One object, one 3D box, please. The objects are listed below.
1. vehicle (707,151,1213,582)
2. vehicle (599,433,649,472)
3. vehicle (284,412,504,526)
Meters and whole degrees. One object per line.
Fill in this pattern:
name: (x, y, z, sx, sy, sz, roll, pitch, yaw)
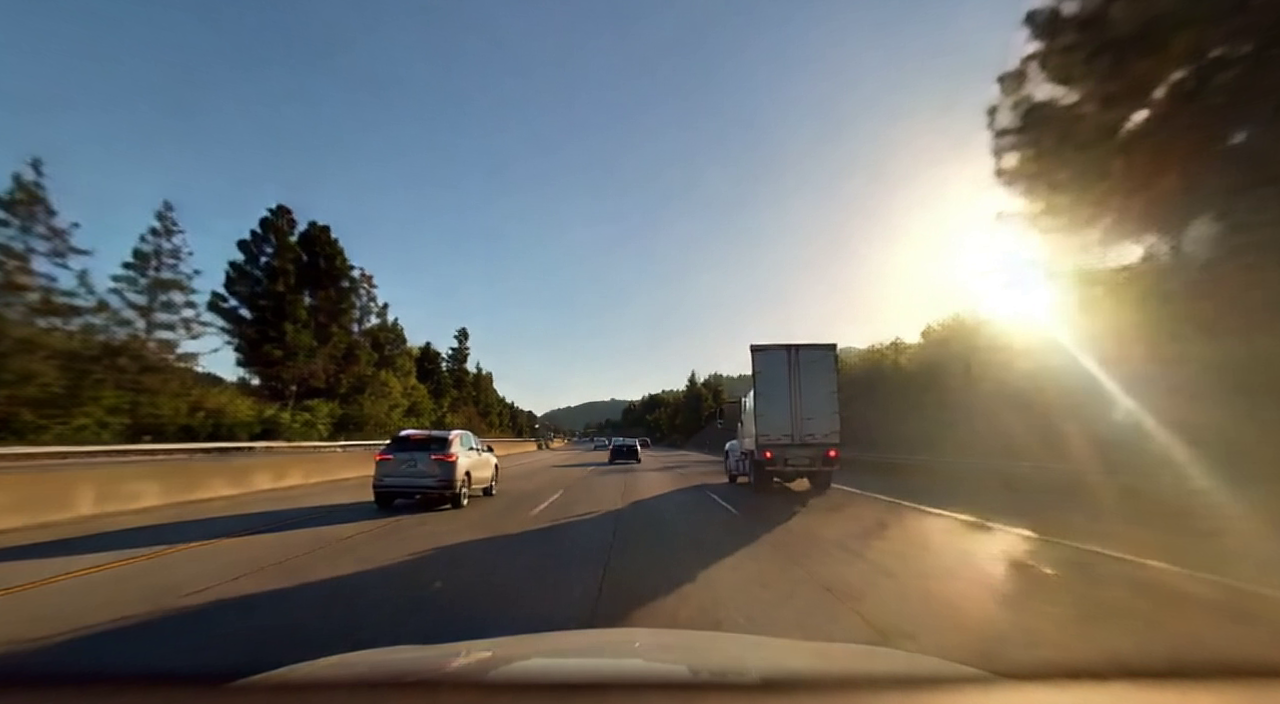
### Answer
vehicle: (3.716, 1.048, 13.232, 2.946, 4.111, 14.652, 0, -8, 0)
vehicle: (-0.661, 4.422, 27.884, 2.048, 1.563, 4.087, 0, -8, 0)
vehicle: (-4.220, 2.090, 11.850, 2.264, 1.699, 4.648, 0, -8, 0)
